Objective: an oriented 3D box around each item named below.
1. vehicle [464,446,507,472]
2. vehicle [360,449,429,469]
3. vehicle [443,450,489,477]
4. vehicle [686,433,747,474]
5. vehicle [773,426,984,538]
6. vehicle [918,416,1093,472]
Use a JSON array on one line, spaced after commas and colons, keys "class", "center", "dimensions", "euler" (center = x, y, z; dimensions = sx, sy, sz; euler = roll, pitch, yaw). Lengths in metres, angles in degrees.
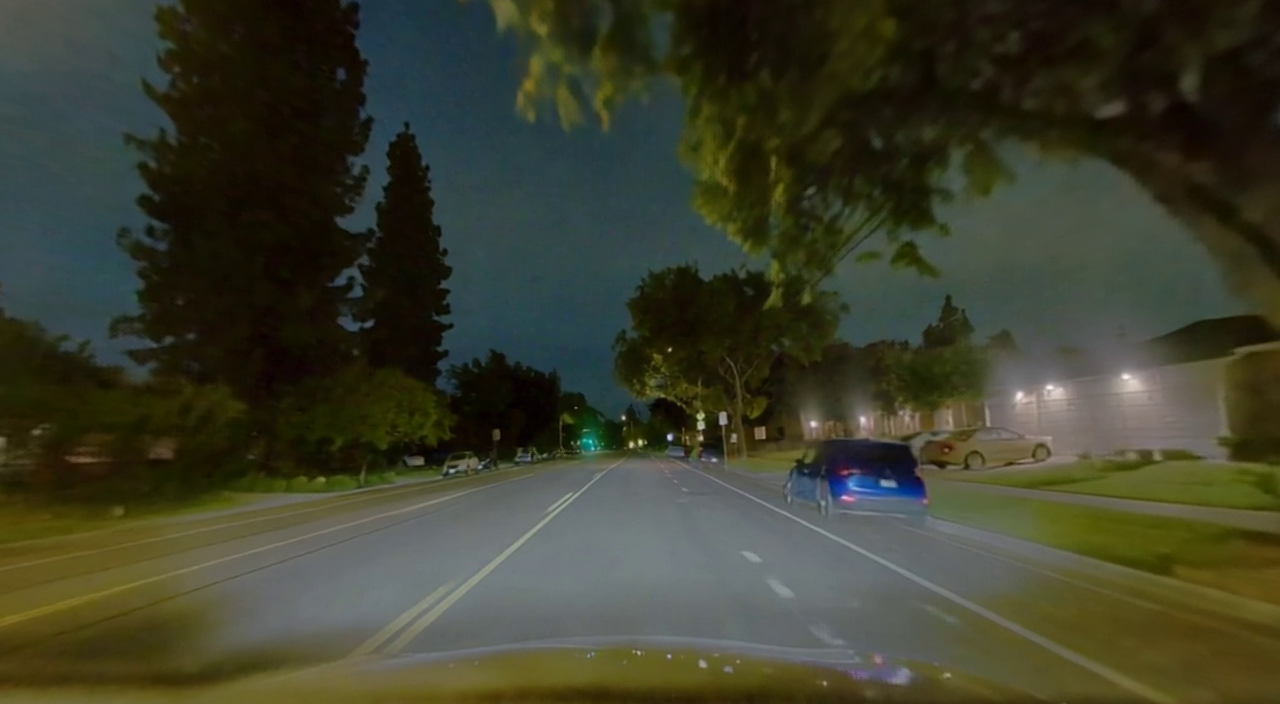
[{"class": "vehicle", "center": [-11.044, 7.644, 45.461], "dimensions": [1.981, 1.790, 4.682], "euler": [0, -8, -1]}, {"class": "vehicle", "center": [-19.268, 8.415, 49.719], "dimensions": [4.569, 1.498, 2.072], "euler": [0, -8, 0]}, {"class": "vehicle", "center": [-11.063, 7.115, 40.525], "dimensions": [1.815, 1.532, 4.517], "euler": [0, -8, -2]}, {"class": "vehicle", "center": [3.862, 5.278, 33.123], "dimensions": [2.319, 1.938, 5.961], "euler": [0, -8, -1]}, {"class": "vehicle", "center": [4.090, 2.302, 11.870], "dimensions": [2.173, 1.656, 4.514], "euler": [0, -8, -1]}, {"class": "vehicle", "center": [12.134, 3.080, 21.194], "dimensions": [4.660, 1.749, 1.893], "euler": [0, -8, -1]}]
